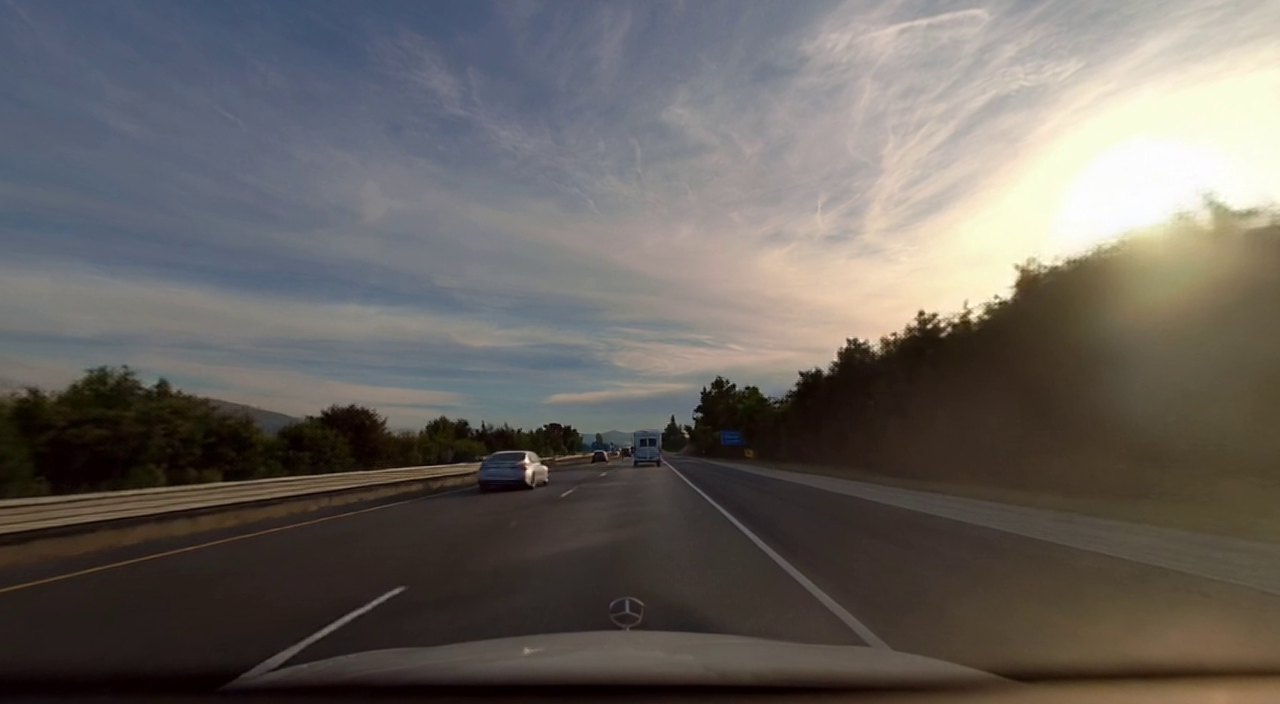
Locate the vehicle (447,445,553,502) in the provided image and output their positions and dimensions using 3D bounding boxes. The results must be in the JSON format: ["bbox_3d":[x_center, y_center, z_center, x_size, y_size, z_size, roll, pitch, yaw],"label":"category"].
[{"bbox_3d":[-3.927,3.480,18.472,1.998,1.460,4.422,0,-9,1],"label":"vehicle"}]

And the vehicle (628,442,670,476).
[{"bbox_3d":[0.470,5.849,34.617,2.172,1.687,3.929,0,-9,0],"label":"vehicle"}]
